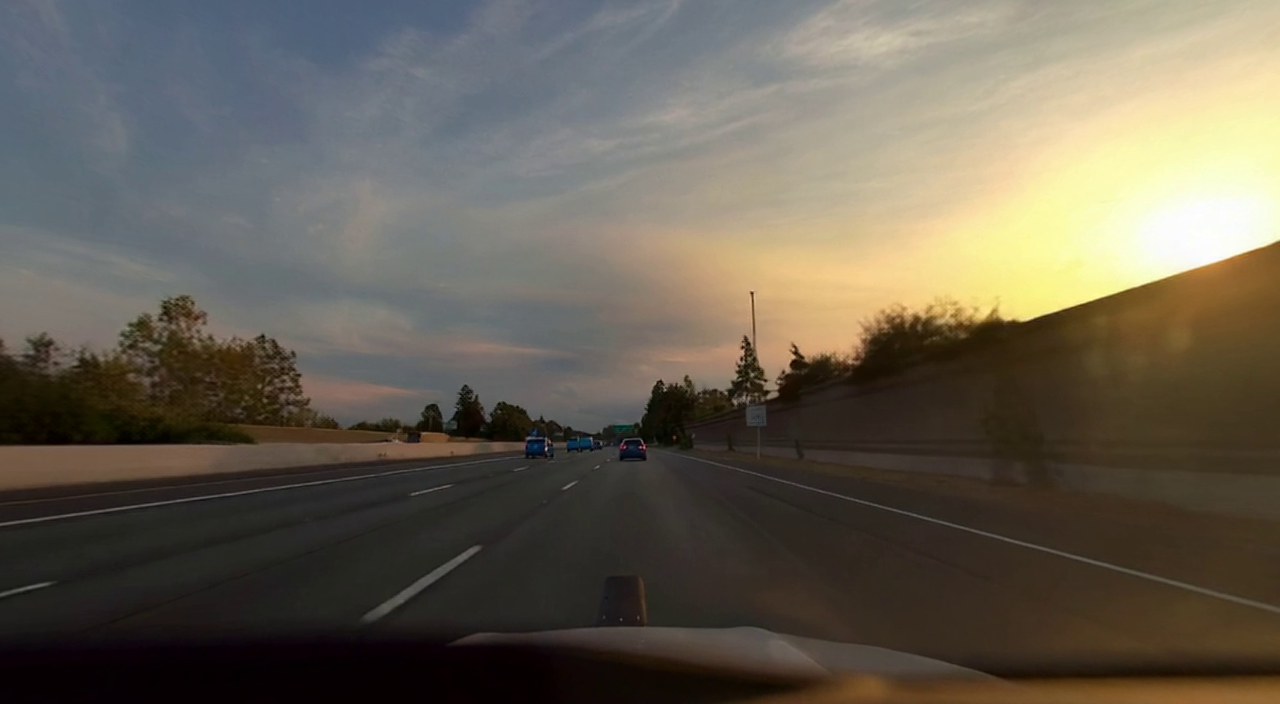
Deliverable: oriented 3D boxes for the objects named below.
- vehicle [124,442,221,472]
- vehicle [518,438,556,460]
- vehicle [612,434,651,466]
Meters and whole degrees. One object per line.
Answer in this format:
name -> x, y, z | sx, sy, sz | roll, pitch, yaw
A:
vehicle -> -25.266, 5.667, 34.279 | 1.822, 1.531, 4.471 | 0, -8, 0
vehicle -> -7.506, 7.169, 46.439 | 2.019, 1.523, 4.396 | 0, -8, 1
vehicle -> -0.469, 5.665, 36.423 | 2.141, 1.706, 4.065 | 0, -8, 0
